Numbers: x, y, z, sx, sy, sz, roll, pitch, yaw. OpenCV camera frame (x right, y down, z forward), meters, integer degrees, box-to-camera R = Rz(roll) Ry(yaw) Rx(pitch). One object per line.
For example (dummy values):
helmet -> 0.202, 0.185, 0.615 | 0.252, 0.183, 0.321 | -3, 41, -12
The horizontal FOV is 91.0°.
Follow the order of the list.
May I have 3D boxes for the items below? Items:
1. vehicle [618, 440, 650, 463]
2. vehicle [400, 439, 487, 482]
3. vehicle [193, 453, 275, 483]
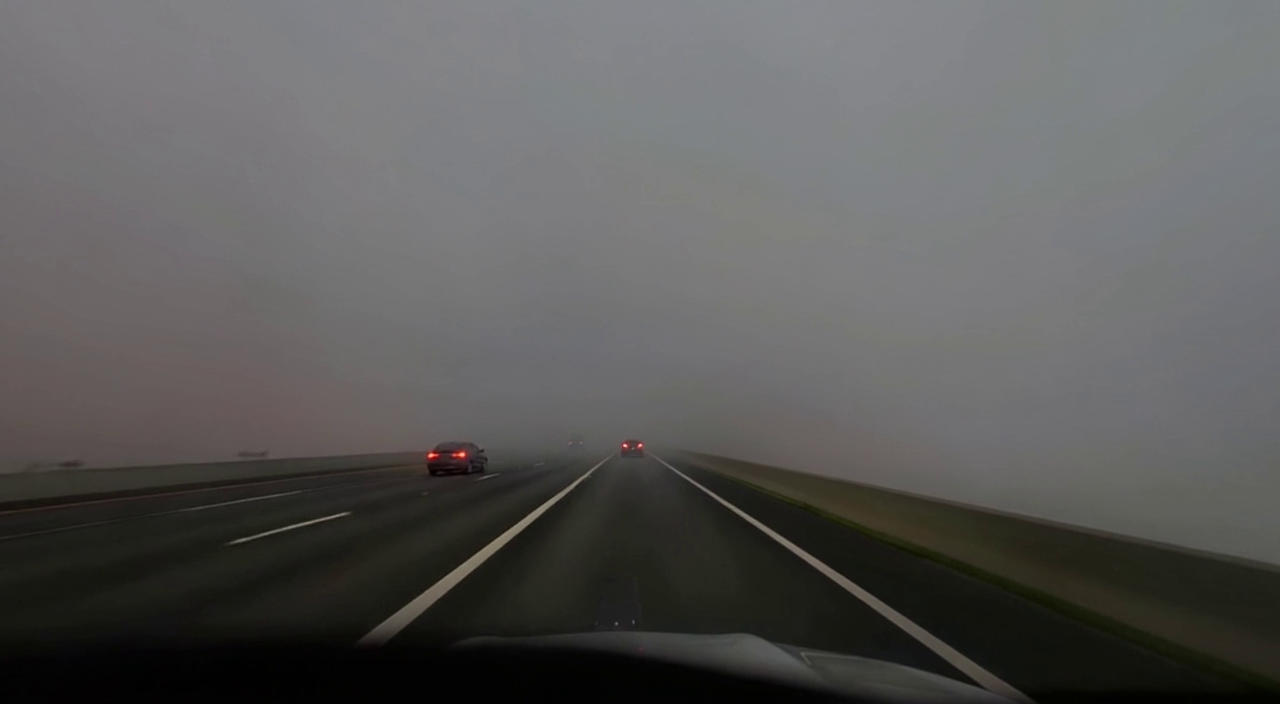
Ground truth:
vehicle -> -0.438, 6.753, 42.972 | 2.072, 1.440, 3.690 | 0, -8, -1
vehicle -> -7.535, 4.185, 24.668 | 1.939, 1.504, 4.727 | 0, -8, -1
vehicle -> -22.668, 6.475, 35.371 | 1.827, 1.429, 4.211 | 0, -8, -1
